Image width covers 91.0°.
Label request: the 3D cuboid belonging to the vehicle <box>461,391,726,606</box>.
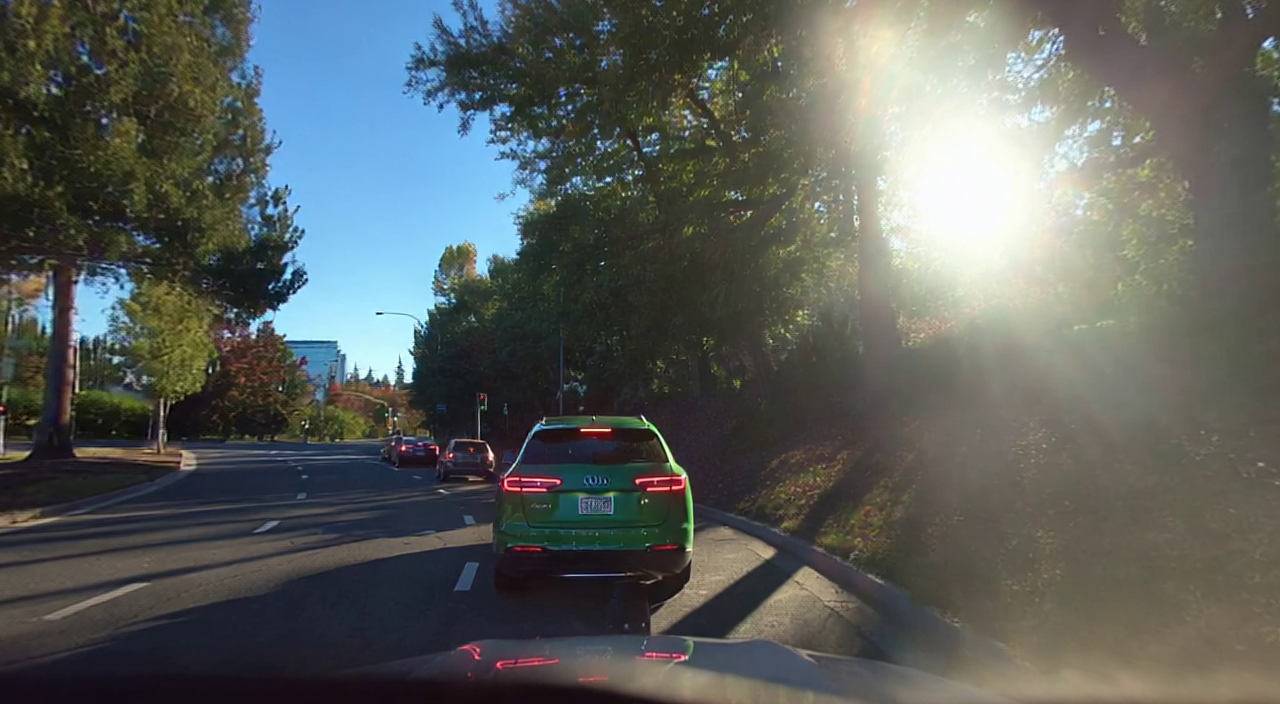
[{"bbox_3d":[-0.683,1.459,7.197,2.134,1.671,4.147,1,-8,-10],"label":"vehicle"}]

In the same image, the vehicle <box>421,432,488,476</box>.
[{"bbox_3d":[-7.295,3.924,24.490,1.902,1.536,3.662,4,-9,-25],"label":"vehicle"}]
